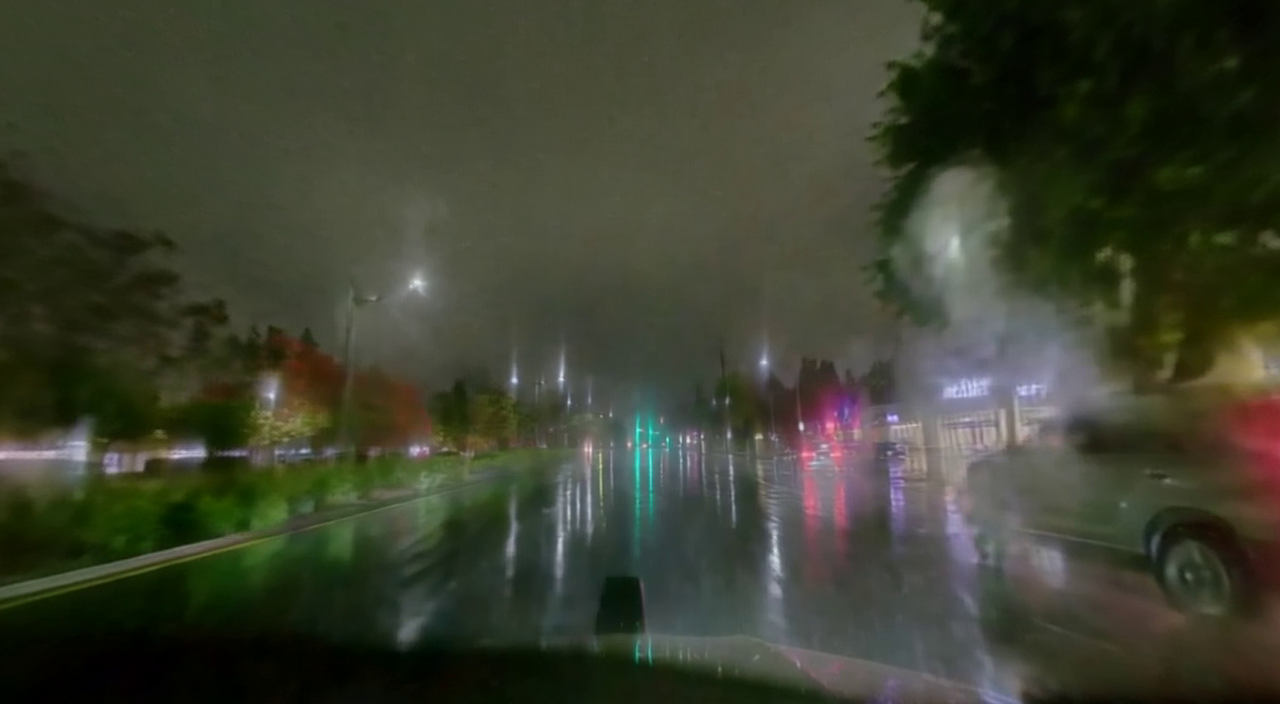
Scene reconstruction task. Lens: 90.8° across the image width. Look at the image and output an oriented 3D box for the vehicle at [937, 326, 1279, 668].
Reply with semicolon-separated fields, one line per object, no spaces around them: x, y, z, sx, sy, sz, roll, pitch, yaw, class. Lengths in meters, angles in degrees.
4.772;1.045;5.070;2.185;1.956;5.128;0;-8;-1;vehicle
